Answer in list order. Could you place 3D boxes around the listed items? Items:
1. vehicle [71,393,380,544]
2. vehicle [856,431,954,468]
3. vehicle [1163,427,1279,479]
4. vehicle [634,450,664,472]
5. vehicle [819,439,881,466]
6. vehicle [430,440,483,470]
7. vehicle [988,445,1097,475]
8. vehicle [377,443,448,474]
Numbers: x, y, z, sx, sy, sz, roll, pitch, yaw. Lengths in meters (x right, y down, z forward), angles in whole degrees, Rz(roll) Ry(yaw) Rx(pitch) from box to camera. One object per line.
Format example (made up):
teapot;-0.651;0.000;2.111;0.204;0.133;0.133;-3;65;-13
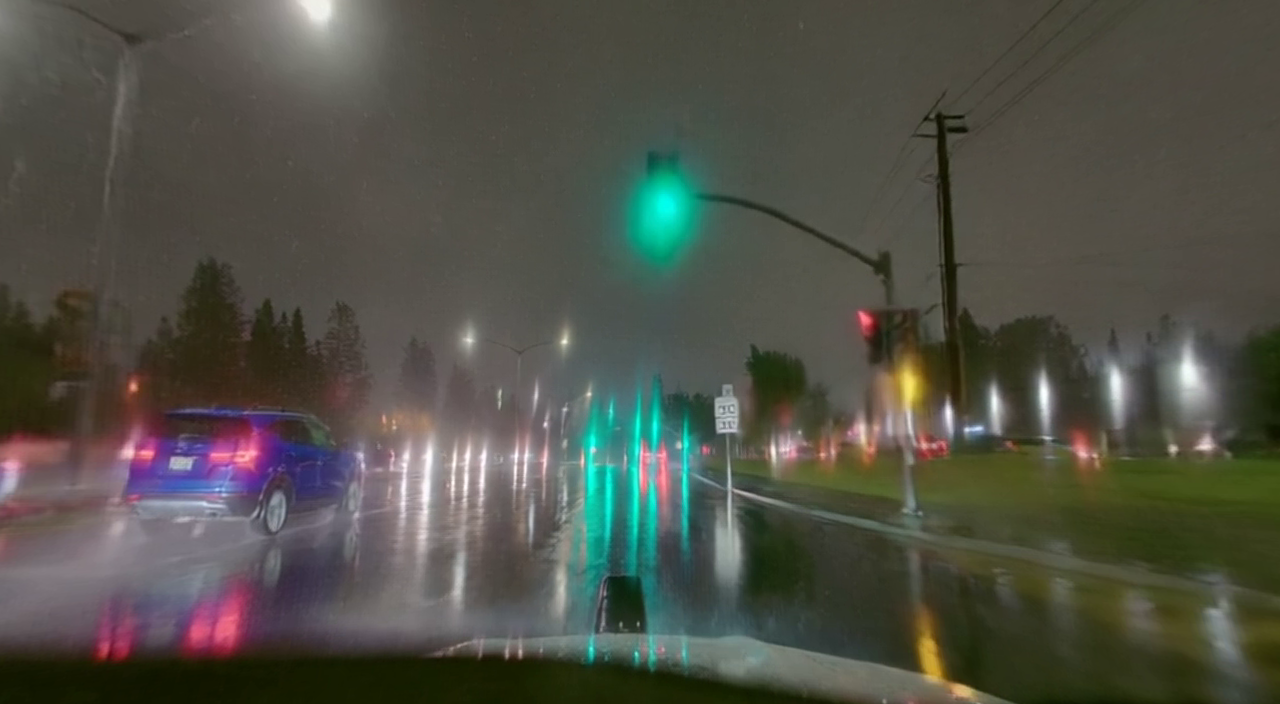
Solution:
vehicle;-6.168;1.793;10.211;2.027;1.908;4.273;0;-8;0
vehicle;13.470;4.995;32.385;1.950;1.697;4.906;3;-9;-16
vehicle;18.880;2.967;18.694;1.947;1.477;4.661;2;-8;-21
vehicle;0.659;8.004;46.431;2.091;1.494;3.962;0;-8;0
vehicle;12.753;6.141;38.534;1.884;1.522;4.642;1;-8;-4
vehicle;-11.697;6.604;40.496;2.042;1.801;4.378;0;-8;1
vehicle;21.855;5.891;34.517;1.933;1.487;5.136;3;-9;-12
vehicle;-12.248;5.740;34.235;2.077;1.505;4.714;0;-8;0
